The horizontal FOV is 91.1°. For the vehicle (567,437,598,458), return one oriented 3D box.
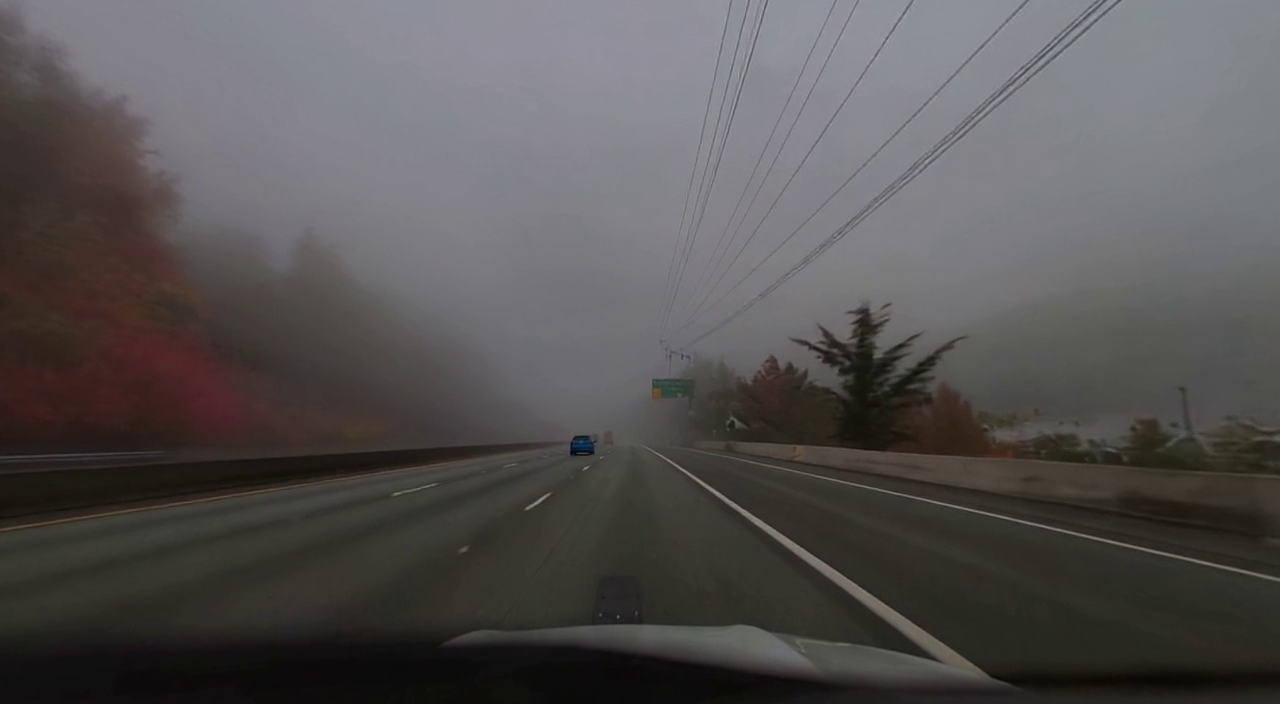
[{"bbox_3d":[-4.231,7.043,46.791,2.025,1.475,4.379,0,-8,-2],"label":"vehicle"}]
